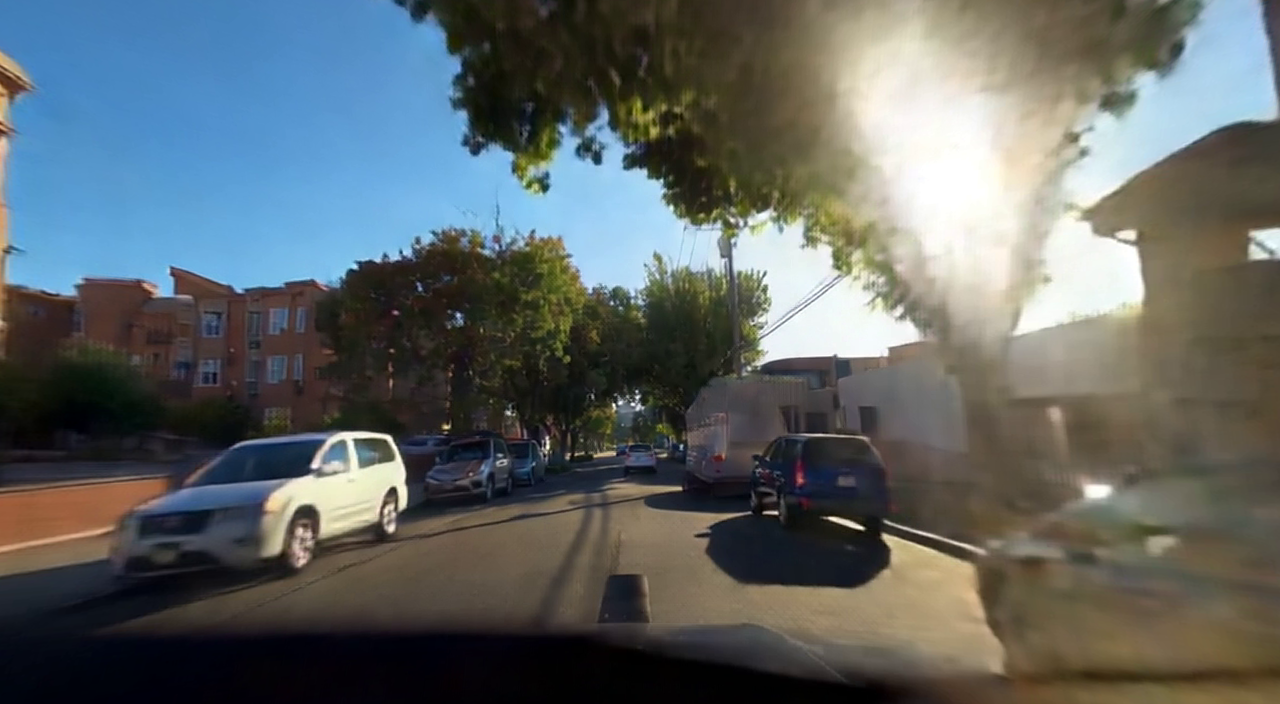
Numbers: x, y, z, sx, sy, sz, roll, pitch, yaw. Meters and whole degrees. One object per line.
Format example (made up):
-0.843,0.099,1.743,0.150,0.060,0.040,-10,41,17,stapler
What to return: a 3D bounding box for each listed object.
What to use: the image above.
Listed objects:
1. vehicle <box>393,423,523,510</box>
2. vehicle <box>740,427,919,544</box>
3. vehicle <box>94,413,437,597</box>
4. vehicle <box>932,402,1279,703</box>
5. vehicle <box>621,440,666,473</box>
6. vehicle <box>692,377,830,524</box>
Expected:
-4.616,2.895,16.758,2.022,1.721,4.355,1,-3,2,vehicle
3.037,2.204,11.110,1.901,1.649,4.118,0,-8,0,vehicle
-4.297,1.684,8.172,1.951,1.662,4.046,1,-4,0,vehicle
3.007,0.927,2.058,2.050,1.493,4.316,0,-8,0,vehicle
0.210,5.056,30.723,2.095,1.510,3.605,0,-8,2,vehicle
2.868,2.341,16.784,2.489,3.082,6.627,1,-4,1,vehicle
